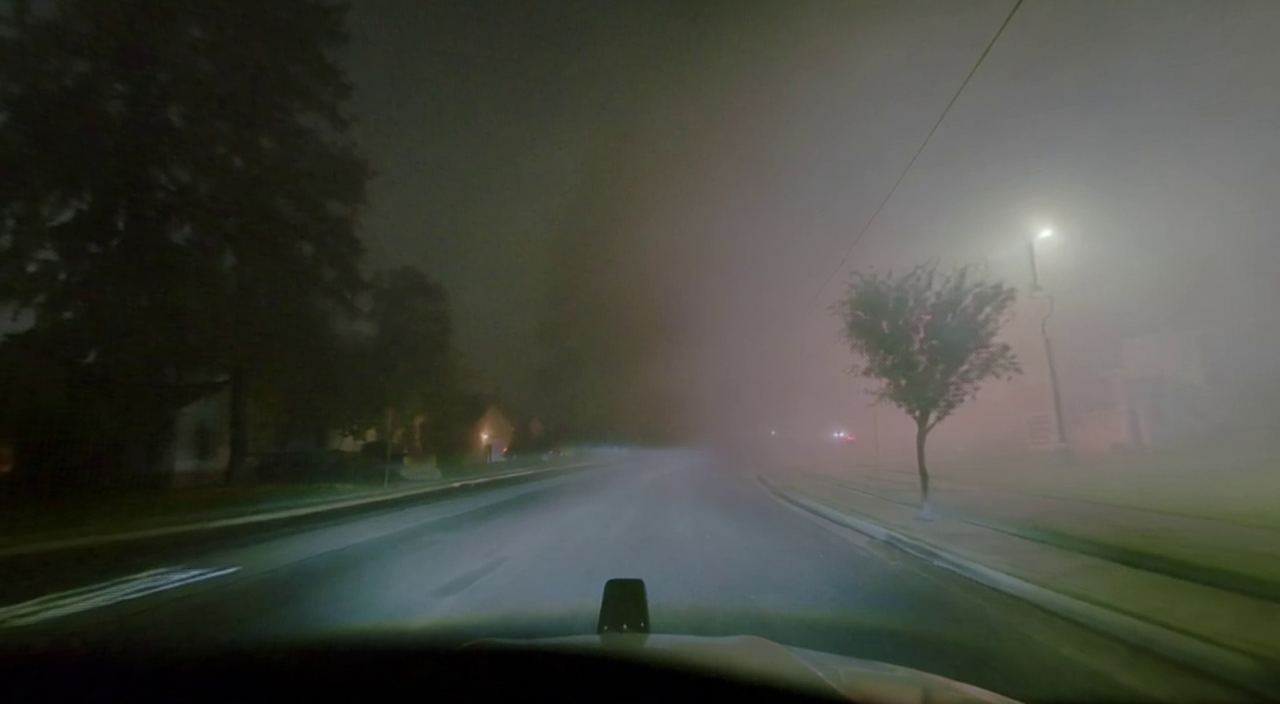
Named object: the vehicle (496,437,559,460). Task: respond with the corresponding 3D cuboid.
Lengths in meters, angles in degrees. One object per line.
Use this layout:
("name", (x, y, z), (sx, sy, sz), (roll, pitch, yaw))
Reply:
("vehicle", (-8.477, 7.308, 47.499), (4.485, 1.663, 2.111), (2, -9, -11))
